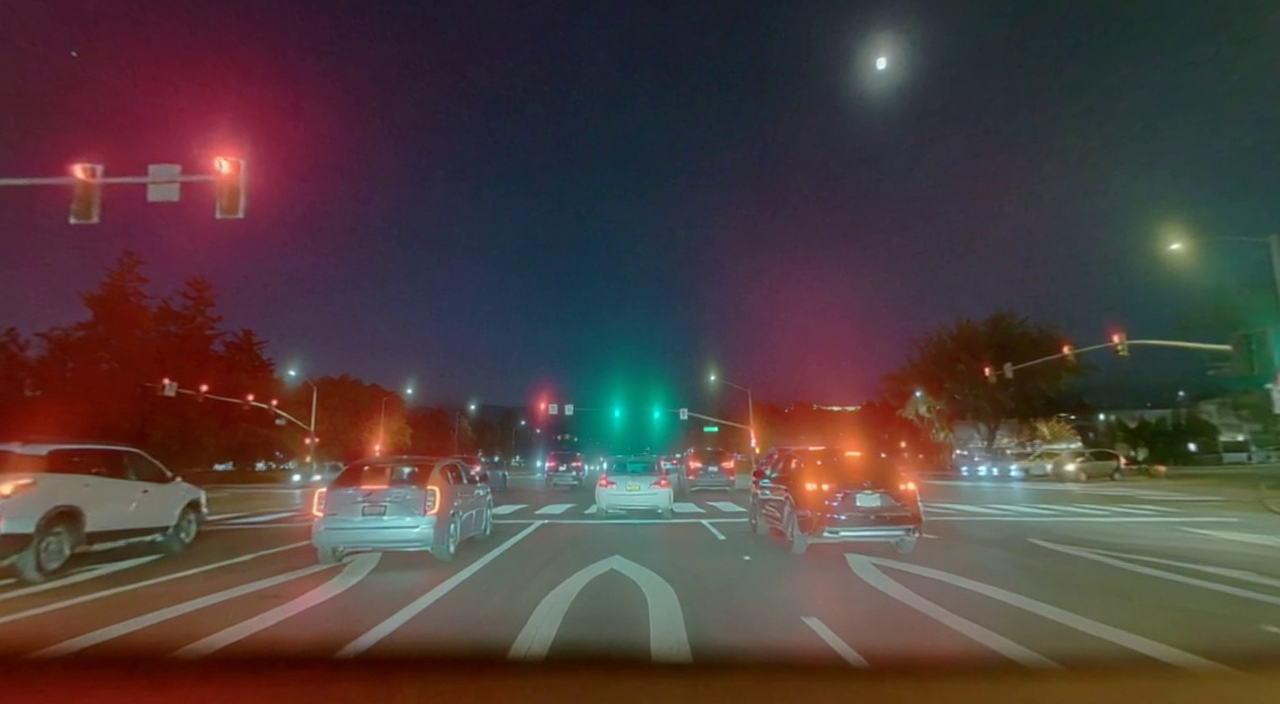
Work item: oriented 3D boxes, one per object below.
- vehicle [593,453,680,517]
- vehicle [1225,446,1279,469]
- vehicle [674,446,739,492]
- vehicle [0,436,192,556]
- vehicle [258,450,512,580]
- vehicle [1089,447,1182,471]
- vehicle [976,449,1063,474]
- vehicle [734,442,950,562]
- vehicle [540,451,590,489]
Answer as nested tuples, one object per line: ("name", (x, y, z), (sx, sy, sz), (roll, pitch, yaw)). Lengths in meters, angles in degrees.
("vehicle", (-0.123, 3.529, 17.259), (2.098, 1.461, 3.958), (0, -8, -1))
("vehicle", (40.027, 6.624, 39.724), (4.644, 1.430, 1.781), (0, -8, -1))
("vehicle", (2.724, 4.892, 26.938), (2.138, 1.778, 4.422), (0, -8, -2))
("vehicle", (-10.179, 2.325, 10.775), (1.934, 1.713, 4.281), (0, -8, -1))
("vehicle", (-3.436, 2.258, 9.677), (2.045, 1.463, 4.490), (0, -8, 0))
("vehicle", (31.108, 6.741, 39.743), (4.357, 1.444, 1.783), (0, -8, -2))
("vehicle", (23.741, 6.843, 39.603), (4.255, 1.465, 1.936), (0, -9, -3))
("vehicle", (3.060, 2.363, 10.921), (1.996, 1.566, 4.917), (0, -8, -2))
("vehicle", (-3.719, 5.903, 31.997), (2.033, 1.714, 4.278), (0, -8, 0))
